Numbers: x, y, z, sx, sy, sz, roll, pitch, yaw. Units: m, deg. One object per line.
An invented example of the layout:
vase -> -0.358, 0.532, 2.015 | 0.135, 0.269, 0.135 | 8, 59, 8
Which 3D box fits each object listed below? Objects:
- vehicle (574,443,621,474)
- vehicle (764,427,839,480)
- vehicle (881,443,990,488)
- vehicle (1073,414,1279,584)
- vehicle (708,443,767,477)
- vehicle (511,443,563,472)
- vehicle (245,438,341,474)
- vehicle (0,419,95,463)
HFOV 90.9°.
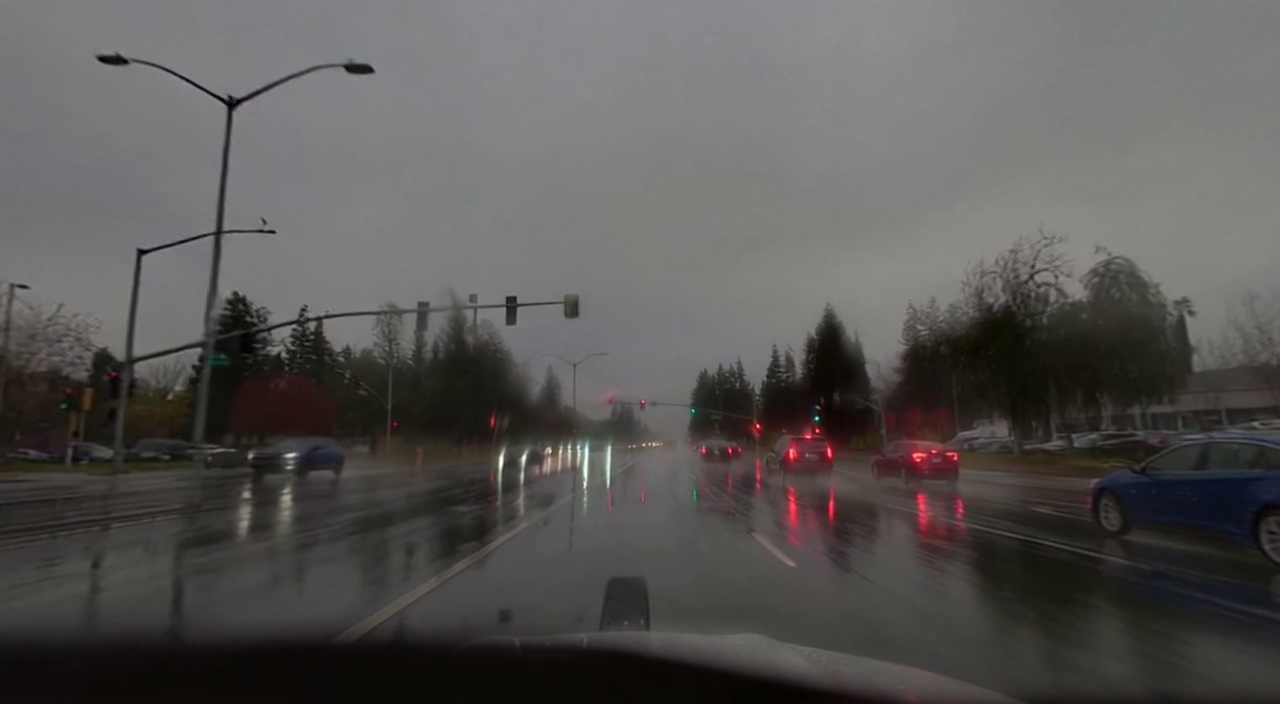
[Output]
vehicle -> -2.199, 5.628, 33.601 | 1.958, 1.542, 4.175 | -1, -8, 4
vehicle -> 7.409, 4.729, 29.587 | 2.186, 2.202, 5.426 | 0, -8, 1
vehicle -> 11.113, 4.267, 24.126 | 1.963, 1.513, 4.600 | 0, -8, 0
vehicle -> 7.267, 1.516, 6.856 | 2.051, 1.620, 4.702 | -1, -8, 5
vehicle -> 4.736, 5.318, 31.287 | 2.292, 1.563, 4.734 | 0, -8, 2
vehicle -> -5.783, 5.934, 35.819 | 2.004, 1.529, 4.319 | -1, -8, 3
vehicle -> -17.835, 5.356, 32.733 | 1.981, 1.721, 4.772 | -1, -8, 4
vehicle -> -46.875, 6.555, 46.236 | 9.731, 3.110, 2.942 | 3, -9, -24
